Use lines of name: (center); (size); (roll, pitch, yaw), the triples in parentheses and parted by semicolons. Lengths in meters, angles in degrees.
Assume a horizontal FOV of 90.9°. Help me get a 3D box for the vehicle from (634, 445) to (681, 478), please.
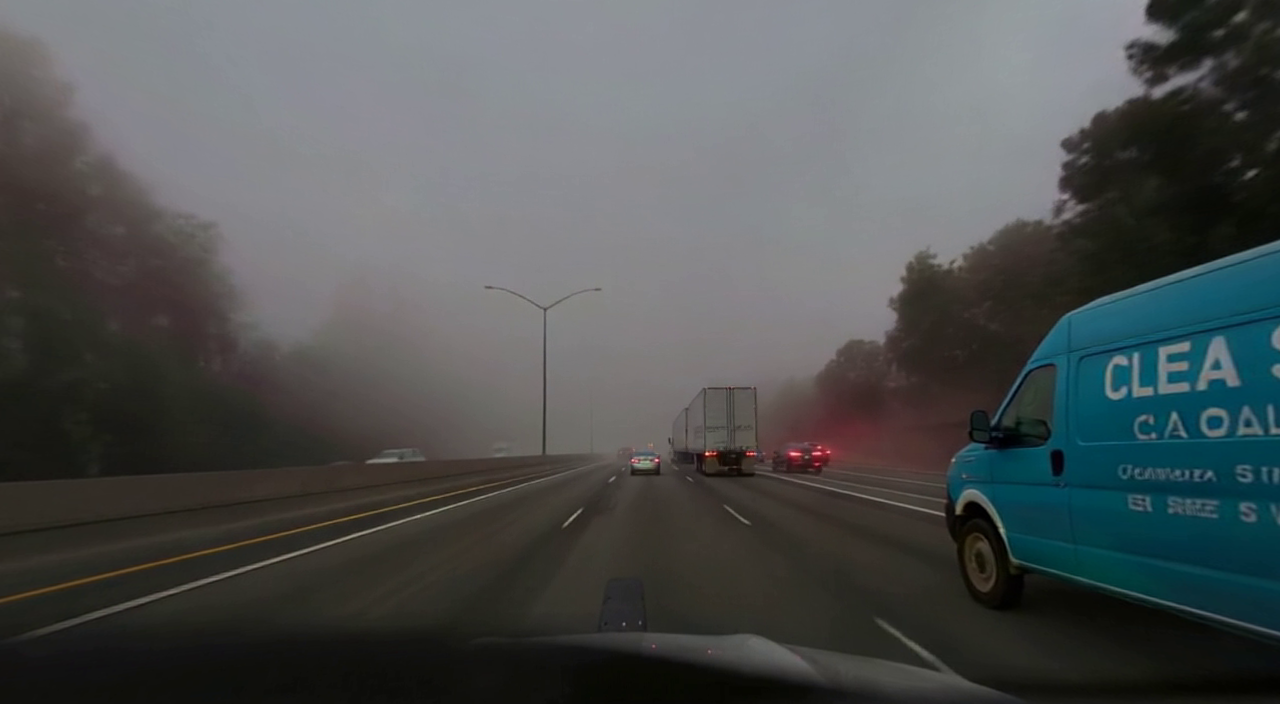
vehicle: (0.776, 5.184, 30.143); (2.063, 1.469, 4.208); (0, -9, -1)

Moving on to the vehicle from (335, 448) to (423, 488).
vehicle: (-11.874, 5.284, 29.073); (2.058, 1.678, 4.584); (0, -9, 1)

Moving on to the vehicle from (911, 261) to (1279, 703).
vehicle: (3.790, 0.711, 2.936); (2.441, 2.017, 5.739); (0, -9, 0)

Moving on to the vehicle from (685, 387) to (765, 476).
vehicle: (4.347, 4.612, 35.424); (2.821, 4.077, 12.562); (0, -9, 0)

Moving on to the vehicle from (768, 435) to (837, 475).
vehicle: (7.839, 5.030, 30.941); (2.144, 1.769, 4.540); (0, -9, -1)
